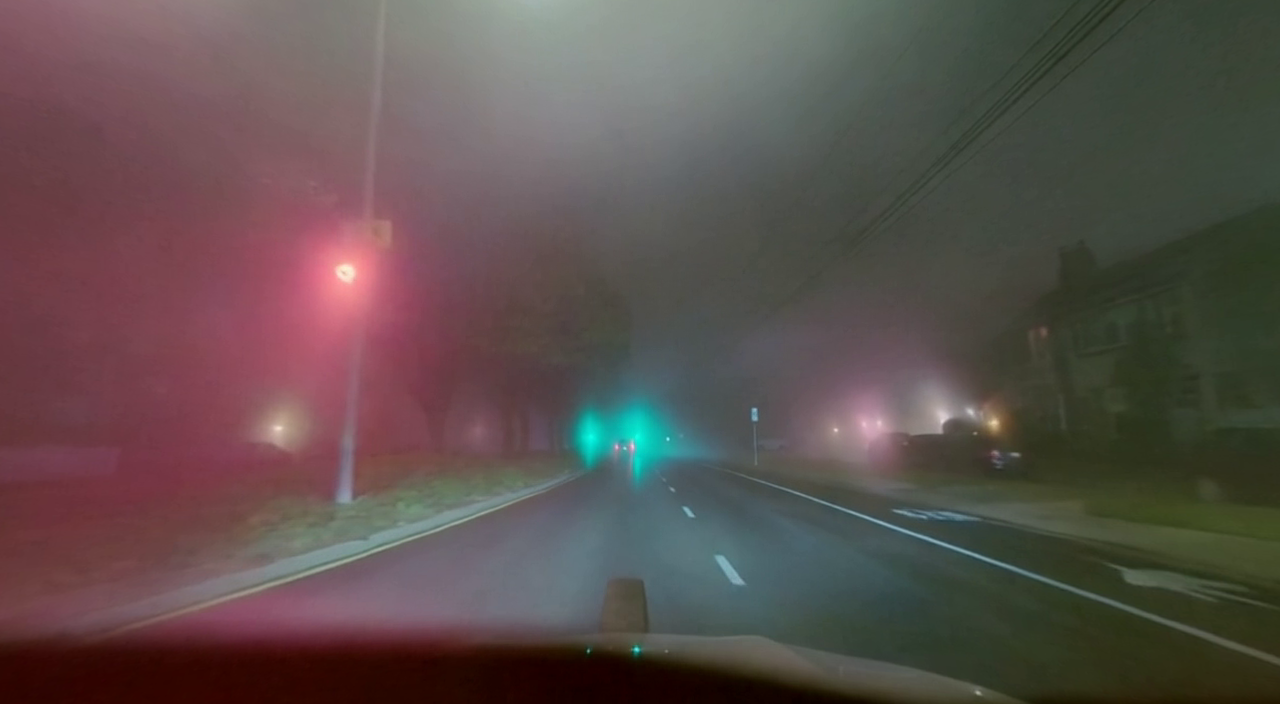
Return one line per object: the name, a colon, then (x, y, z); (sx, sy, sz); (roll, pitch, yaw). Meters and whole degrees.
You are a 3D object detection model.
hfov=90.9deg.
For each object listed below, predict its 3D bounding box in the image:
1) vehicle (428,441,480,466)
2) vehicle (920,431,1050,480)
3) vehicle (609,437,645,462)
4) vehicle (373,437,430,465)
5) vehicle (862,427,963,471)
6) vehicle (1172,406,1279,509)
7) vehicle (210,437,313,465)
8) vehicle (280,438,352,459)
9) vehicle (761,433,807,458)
vehicle: (-11.508, 6.275, 39.313); (1.910, 1.431, 4.426); (0, -8, -1)
vehicle: (11.553, 3.482, 21.517); (1.838, 1.443, 4.563); (0, -8, 0)
vehicle: (-0.837, 5.979, 38.818); (2.113, 1.462, 4.203); (0, -8, -2)
vehicle: (-15.540, 6.456, 41.324); (2.042, 1.748, 4.584); (0, -8, -1)
vehicle: (11.435, 4.107, 26.924); (2.156, 1.689, 4.774); (0, -8, 0)
vehicle: (11.844, 1.716, 10.246); (2.226, 1.720, 4.708); (0, -8, -1)
vehicle: (-21.163, 5.561, 35.348); (4.547, 1.484, 1.914); (-1, -8, 0)
vehicle: (-23.780, 7.089, 46.428); (4.184, 1.528, 1.990); (1, -8, -3)
vehicle: (10.934, 7.145, 48.222); (2.147, 1.767, 5.125); (0, -8, -2)
